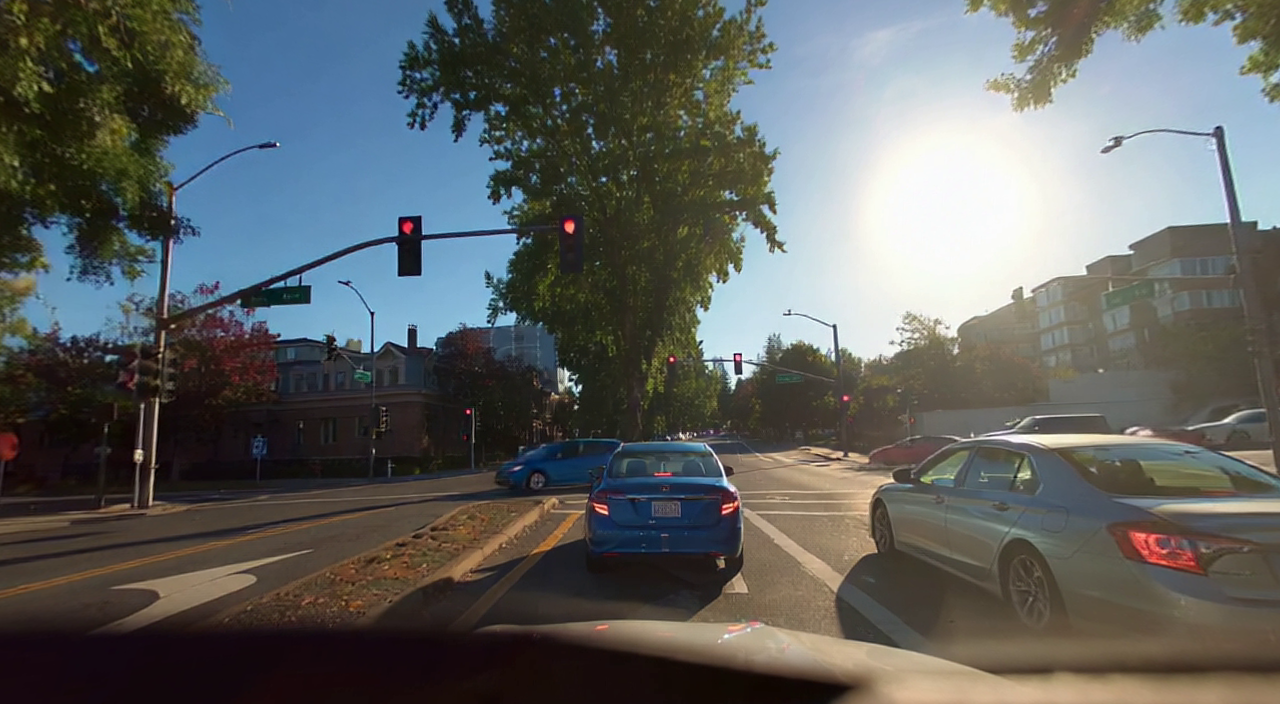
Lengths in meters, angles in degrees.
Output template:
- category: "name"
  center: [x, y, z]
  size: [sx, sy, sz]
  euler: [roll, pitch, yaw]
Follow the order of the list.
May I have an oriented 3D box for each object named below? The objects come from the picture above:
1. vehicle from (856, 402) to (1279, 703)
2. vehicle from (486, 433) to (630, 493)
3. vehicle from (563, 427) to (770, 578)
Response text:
- category: "vehicle"
  center: [3.659, 1.338, 5.444]
  size: [1.888, 1.486, 4.681]
  euler: [0, -9, -1]
- category: "vehicle"
  center: [-2.567, 3.593, 20.846]
  size: [1.996, 1.705, 4.577]
  euler: [-7, -11, 39]
- category: "vehicle"
  center: [0.303, 1.816, 8.335]
  size: [2.090, 1.505, 3.756]
  euler: [-1, -9, 1]
